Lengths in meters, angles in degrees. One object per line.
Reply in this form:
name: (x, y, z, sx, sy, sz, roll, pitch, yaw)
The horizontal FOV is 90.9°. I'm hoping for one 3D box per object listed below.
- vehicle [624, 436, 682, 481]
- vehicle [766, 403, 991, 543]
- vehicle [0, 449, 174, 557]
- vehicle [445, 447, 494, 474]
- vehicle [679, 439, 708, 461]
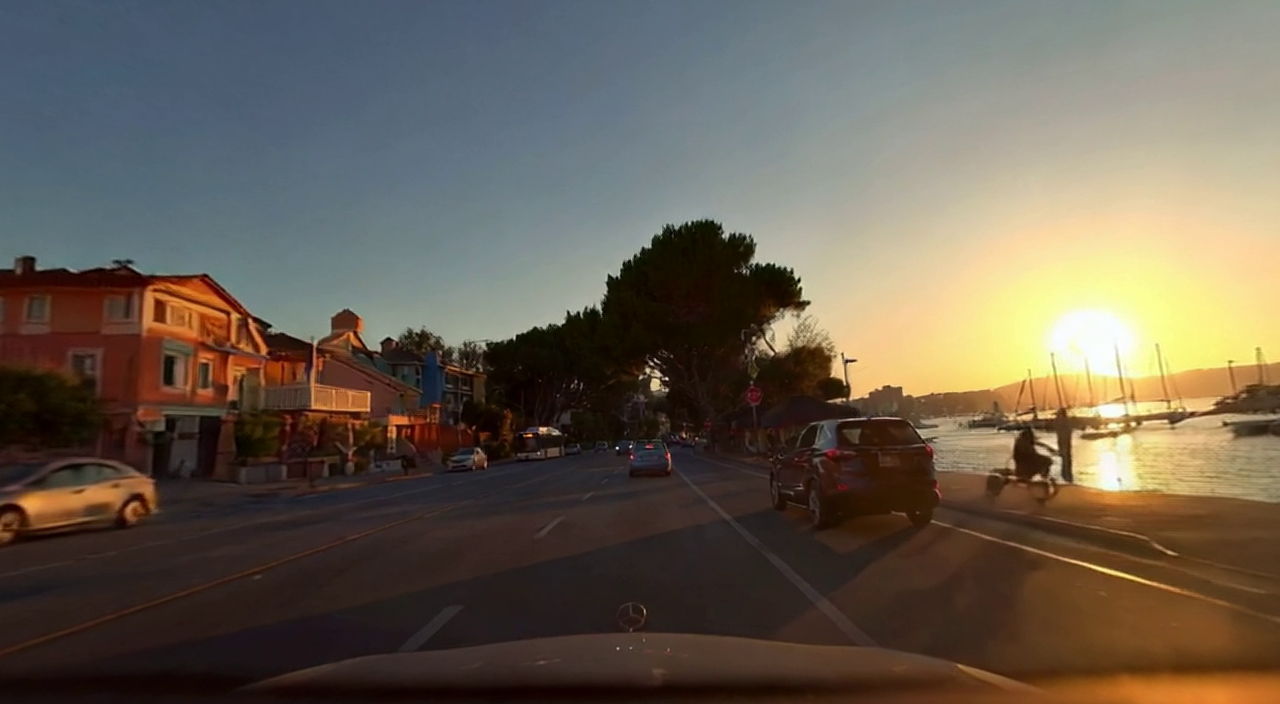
vehicle: (0.468, 4.197, 25.096, 2.132, 1.632, 3.838, 0, -9, 0)
vehicle: (3.562, 1.916, 10.505, 2.000, 1.809, 4.405, 0, -9, 0)
vehicle: (-10.383, 2.499, 10.854, 1.701, 1.528, 3.881, -1, -8, 1)
vehicle: (-10.151, 6.492, 37.838, 1.731, 1.489, 3.841, -1, -9, 3)
vehicle: (4.109, 7.604, 49.100, 1.876, 1.626, 3.851, 0, -9, -1)
